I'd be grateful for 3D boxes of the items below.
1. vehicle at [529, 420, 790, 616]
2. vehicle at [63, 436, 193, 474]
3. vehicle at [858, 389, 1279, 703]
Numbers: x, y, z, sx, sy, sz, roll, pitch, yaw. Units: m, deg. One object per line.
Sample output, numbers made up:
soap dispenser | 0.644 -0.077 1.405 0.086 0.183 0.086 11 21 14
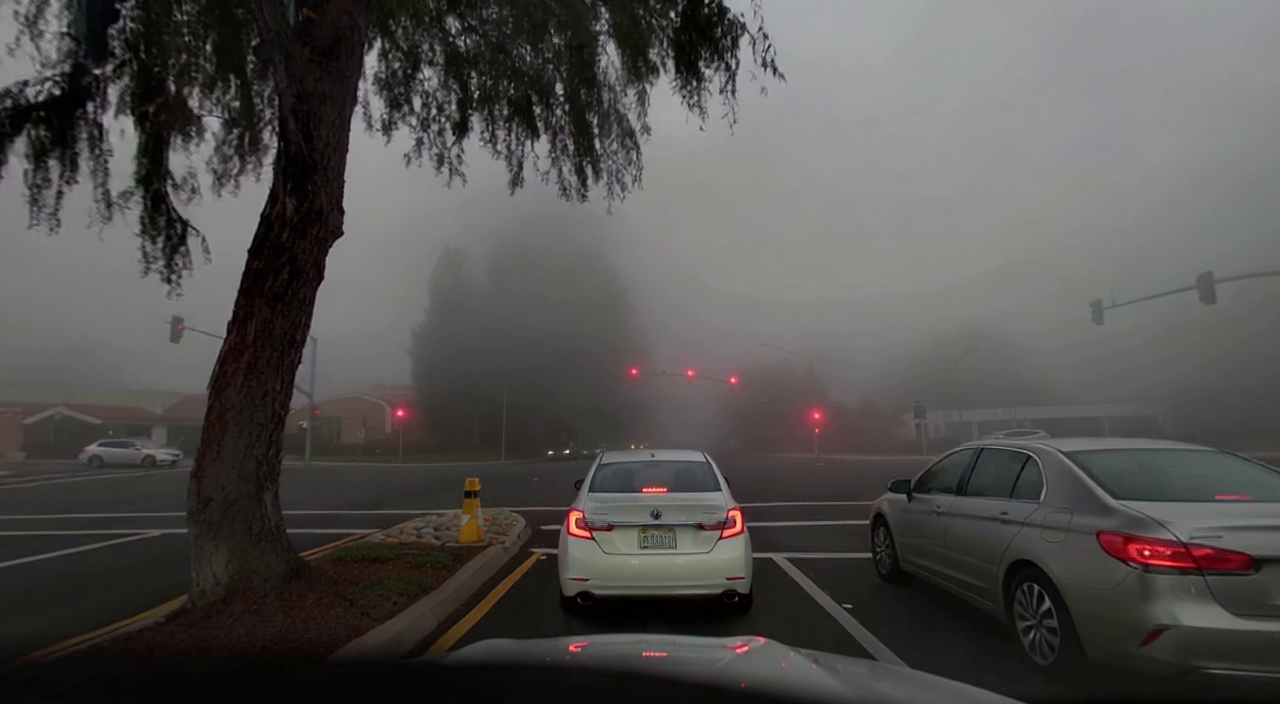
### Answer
vehicle | 0.112 1.568 6.868 2.017 1.485 3.813 0 -8 -1
vehicle | -24.261 4.871 29.999 4.450 1.684 1.894 0 -8 0
vehicle | 3.179 1.124 3.889 1.931 1.493 4.555 0 -8 -1
